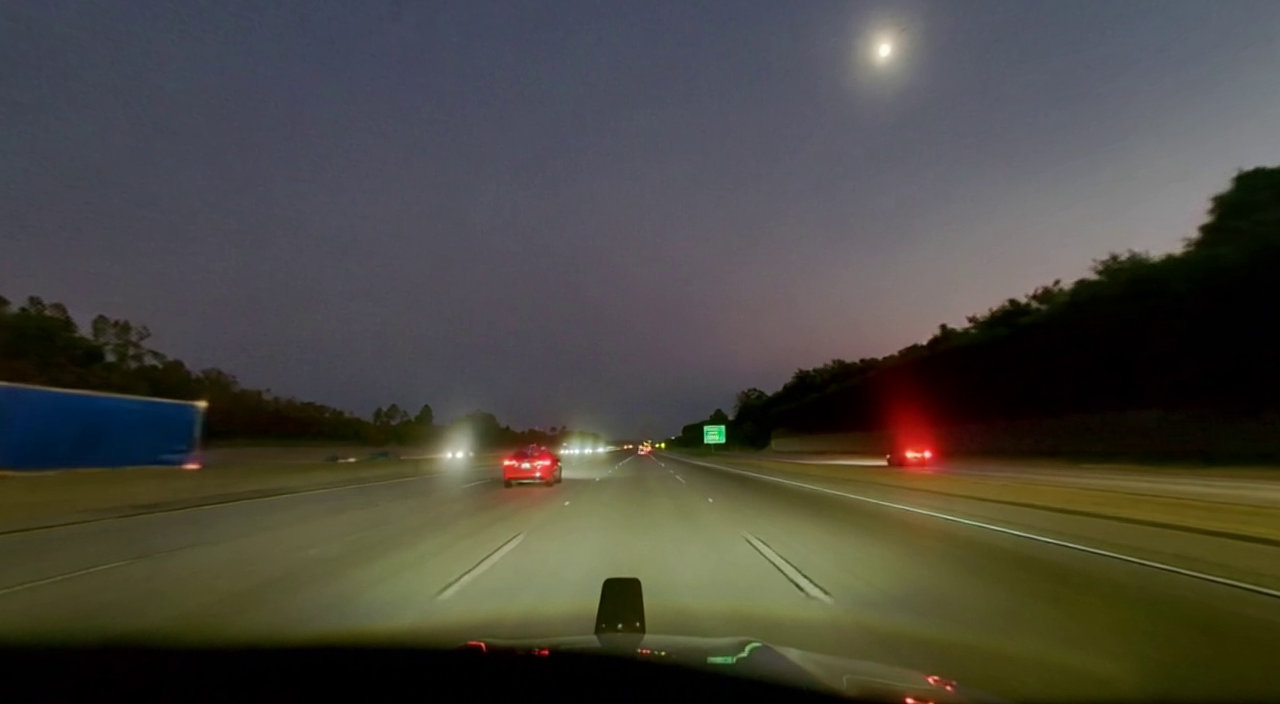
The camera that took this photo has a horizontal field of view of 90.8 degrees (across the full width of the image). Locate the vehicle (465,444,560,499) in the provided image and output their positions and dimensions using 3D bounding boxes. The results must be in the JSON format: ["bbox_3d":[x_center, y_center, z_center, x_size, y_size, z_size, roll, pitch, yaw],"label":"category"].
[{"bbox_3d":[-3.673,3.541,19.057,1.873,1.438,4.546,0,-9,1],"label":"vehicle"}]

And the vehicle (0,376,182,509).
[{"bbox_3d":[-20.491,2.859,19.789,3.002,3.888,12.377,0,-9,0],"label":"vehicle"}]

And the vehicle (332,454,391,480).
[{"bbox_3d":[-16.387,6.757,37.321,1.783,1.422,3.745,0,-9,0],"label":"vehicle"}]

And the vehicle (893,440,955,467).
[{"bbox_3d":[18.501,6.660,41.333,1.925,1.648,4.367,0,-9,-1],"label":"vehicle"}]
